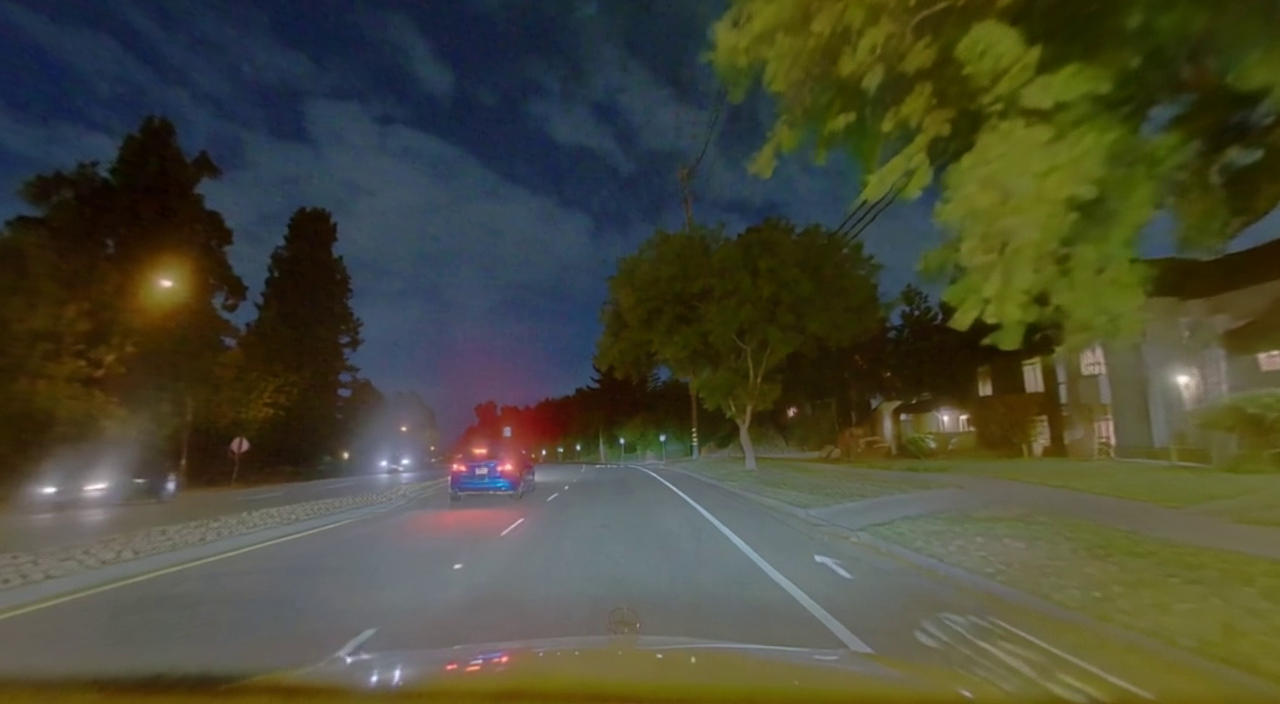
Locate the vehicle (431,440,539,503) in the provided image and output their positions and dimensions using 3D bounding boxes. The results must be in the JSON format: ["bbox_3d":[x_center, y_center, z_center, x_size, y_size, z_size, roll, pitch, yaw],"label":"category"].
[{"bbox_3d":[-4.183,3.284,17.850,1.980,1.508,4.502,0,-8,-1],"label":"vehicle"}]

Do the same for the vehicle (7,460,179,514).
[{"bbox_3d":[-17.884,4.391,21.007,1.874,1.494,4.395,0,-9,-2],"label":"vehicle"}]
